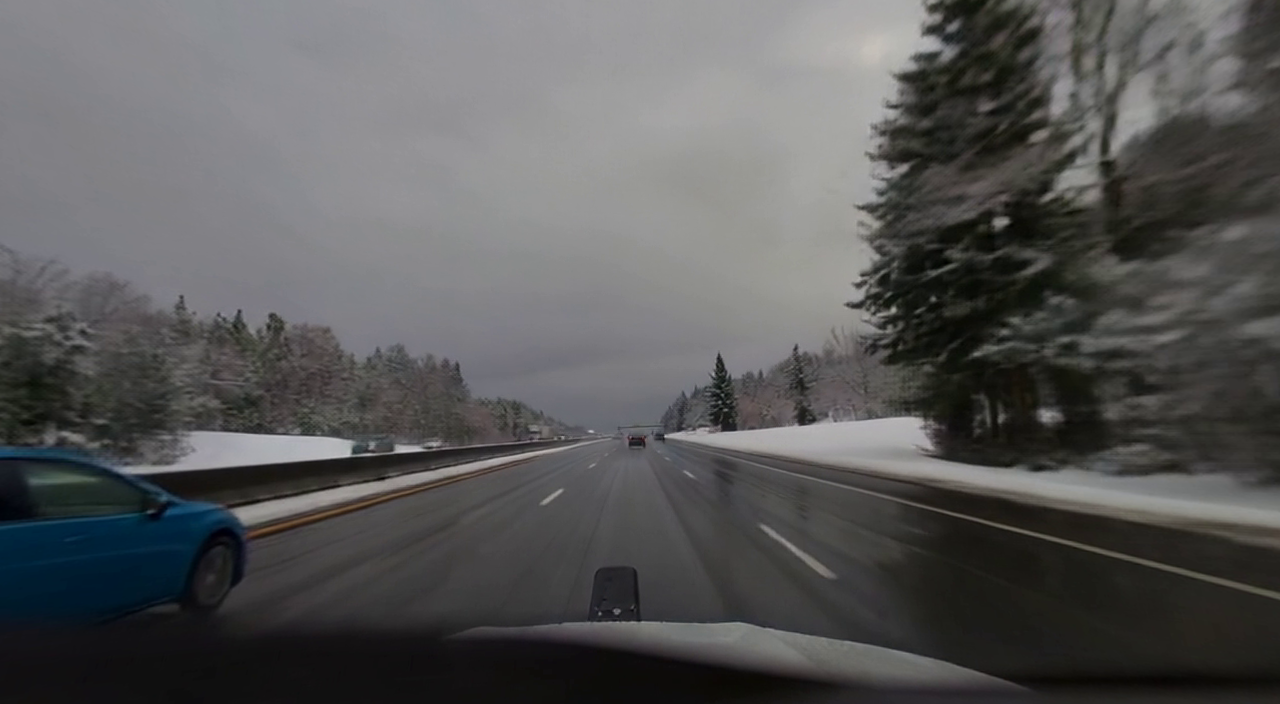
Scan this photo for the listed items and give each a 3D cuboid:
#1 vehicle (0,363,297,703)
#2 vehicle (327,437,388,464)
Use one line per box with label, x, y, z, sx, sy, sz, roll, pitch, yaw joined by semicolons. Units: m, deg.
vehicle;-4.054;0.930;3.319;2.064;1.647;4.381;0;-8;-1
vehicle;-17.614;6.133;39.501;1.844;1.541;4.218;0;-8;-1
